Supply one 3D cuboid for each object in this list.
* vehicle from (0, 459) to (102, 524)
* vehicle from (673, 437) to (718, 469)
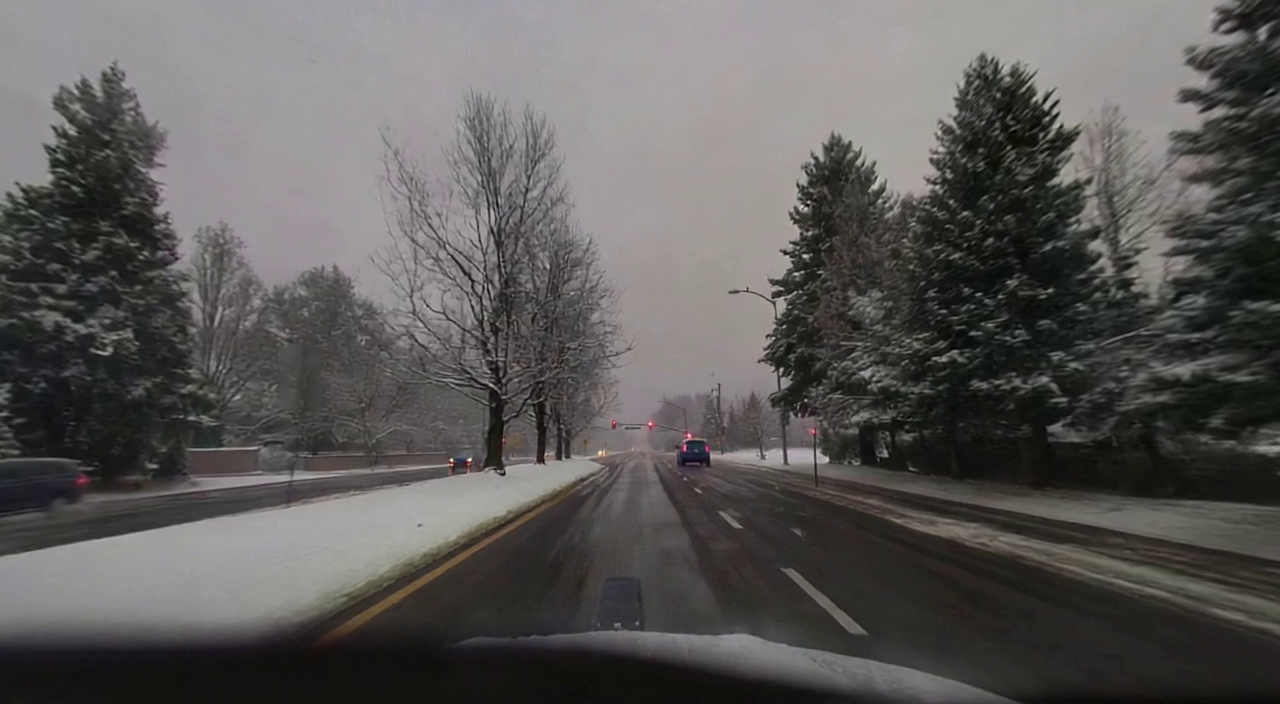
[{"bbox_3d":[-16.340,3.455,15.656,1.959,1.473,4.561,0,-9,1],"label":"vehicle"},{"bbox_3d":[3.353,6.227,39.054,2.229,1.795,4.927,0,-9,-2],"label":"vehicle"}]
